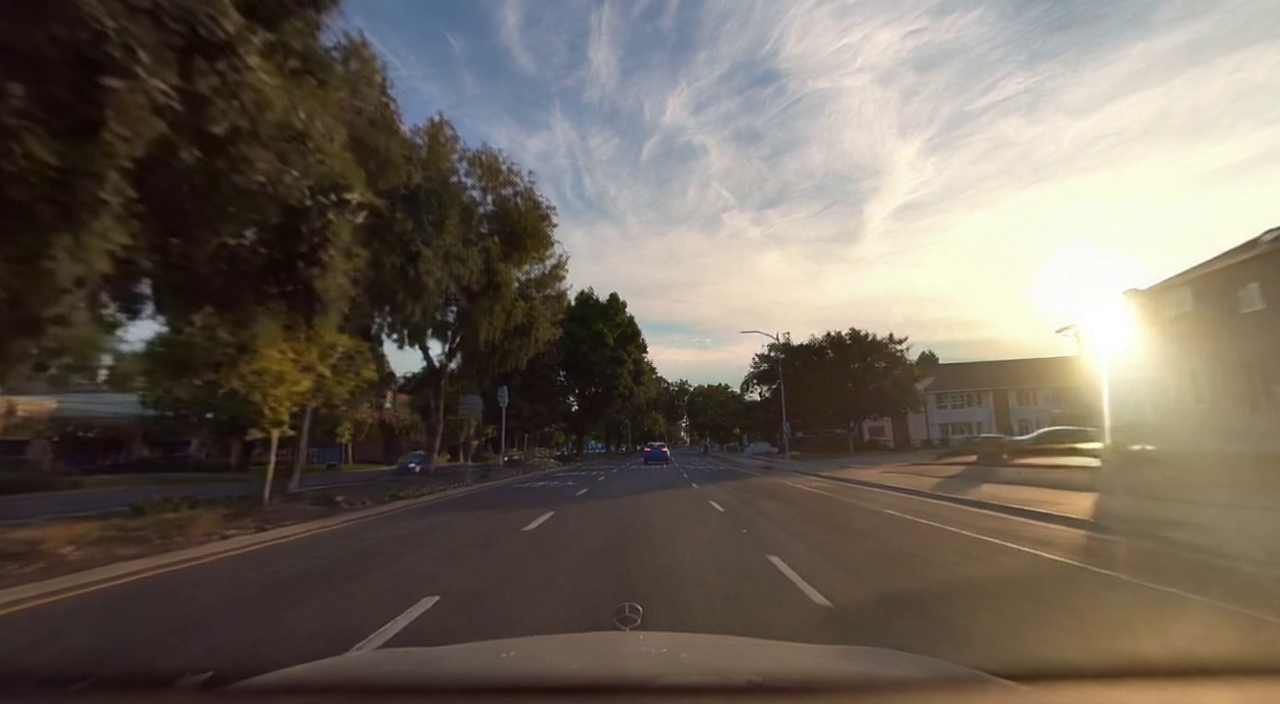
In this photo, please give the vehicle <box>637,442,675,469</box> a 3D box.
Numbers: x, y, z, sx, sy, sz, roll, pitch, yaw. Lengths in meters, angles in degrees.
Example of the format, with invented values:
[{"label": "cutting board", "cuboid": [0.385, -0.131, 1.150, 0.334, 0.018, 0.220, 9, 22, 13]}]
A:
[{"label": "vehicle", "cuboid": [0.936, 6.181, 37.719, 2.144, 1.505, 4.128, 0, -9, 1]}]
